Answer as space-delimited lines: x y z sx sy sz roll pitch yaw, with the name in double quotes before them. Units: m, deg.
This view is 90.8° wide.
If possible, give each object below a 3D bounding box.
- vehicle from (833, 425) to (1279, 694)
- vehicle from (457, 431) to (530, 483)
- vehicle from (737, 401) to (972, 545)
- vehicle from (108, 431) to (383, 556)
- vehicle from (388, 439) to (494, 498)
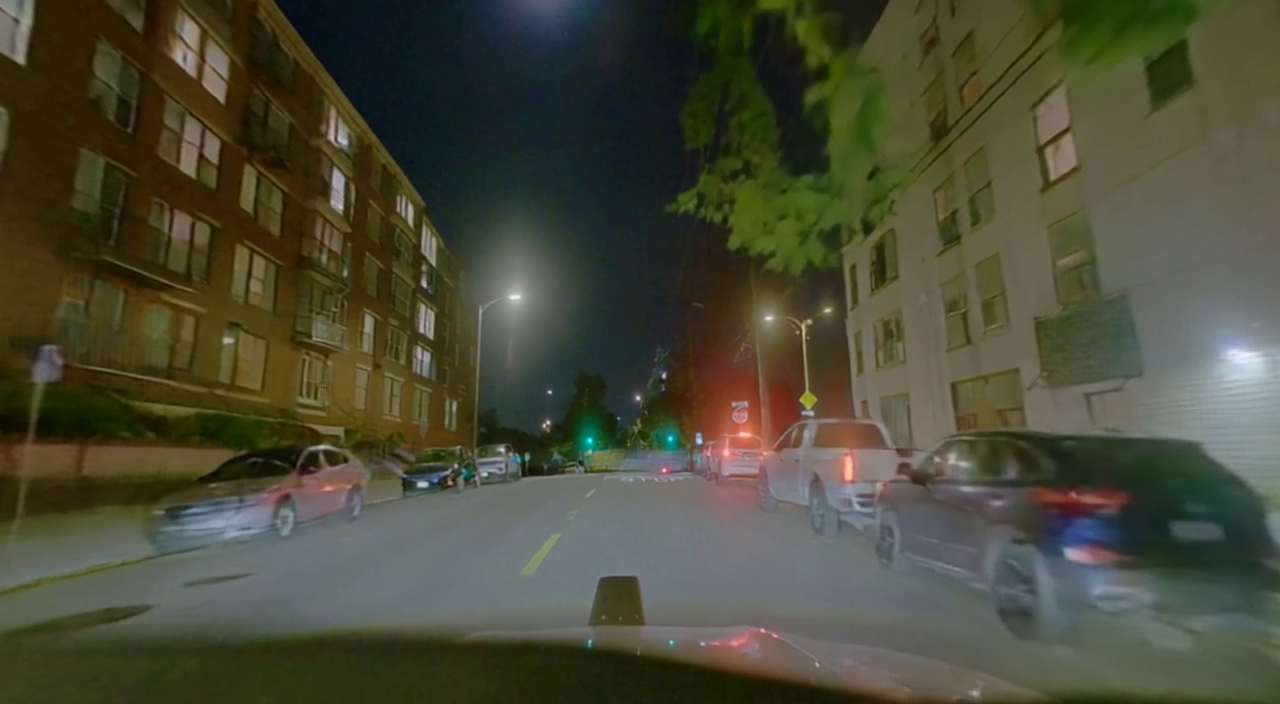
"vehicle" 3.580 1.509 5.958 1.925 1.489 4.655 0 -8 -2
"vehicle" -6.144 4.539 27.121 2.076 1.913 5.060 -2 -10 -1
"vehicle" 3.272 1.987 11.058 2.082 1.902 5.122 0 -8 -3
"vehicle" -6.368 2.280 10.985 1.947 1.707 4.352 0 -8 0
"vehicle" -6.418 3.777 20.949 2.069 1.647 4.359 -2 -8 1
